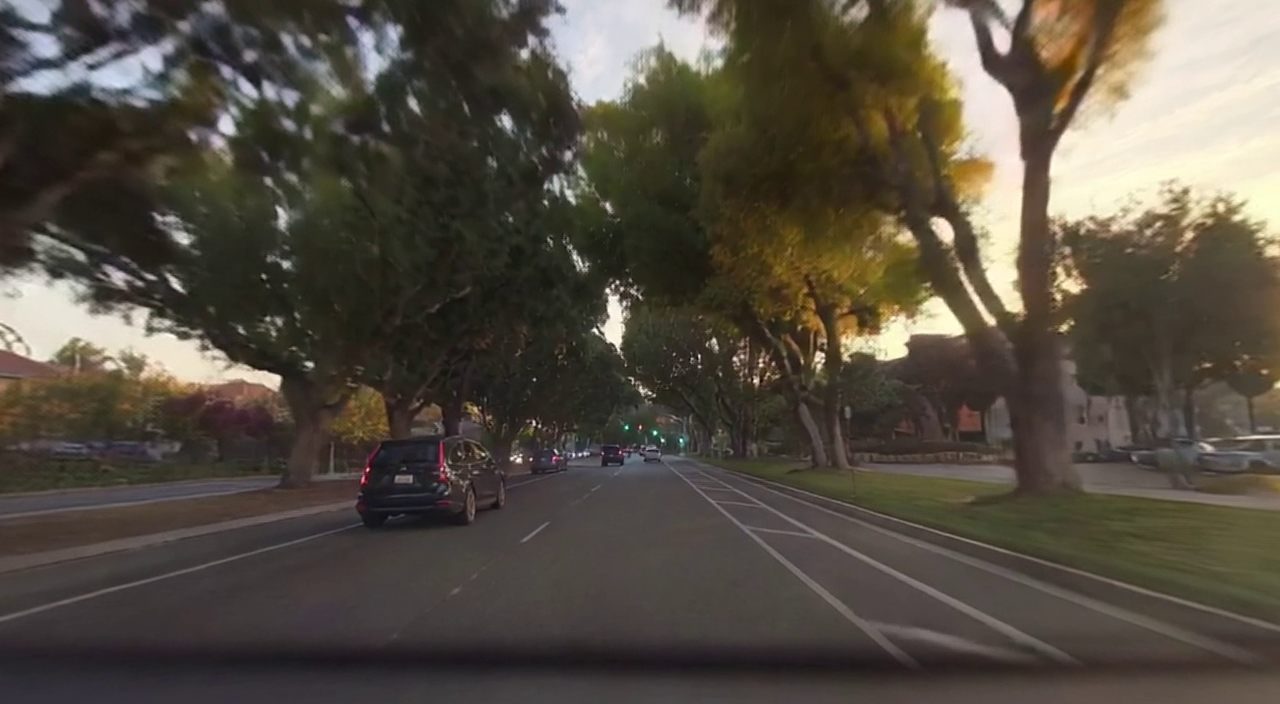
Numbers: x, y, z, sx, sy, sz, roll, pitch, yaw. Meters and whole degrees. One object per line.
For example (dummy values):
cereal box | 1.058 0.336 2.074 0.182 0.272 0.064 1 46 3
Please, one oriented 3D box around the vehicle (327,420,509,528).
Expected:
vehicle | -4.103 2.334 12.587 2.123 1.761 4.322 0 -9 -1

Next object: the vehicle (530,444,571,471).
vehicle | -5.929 7.049 42.198 1.985 1.708 4.310 0 -9 2
